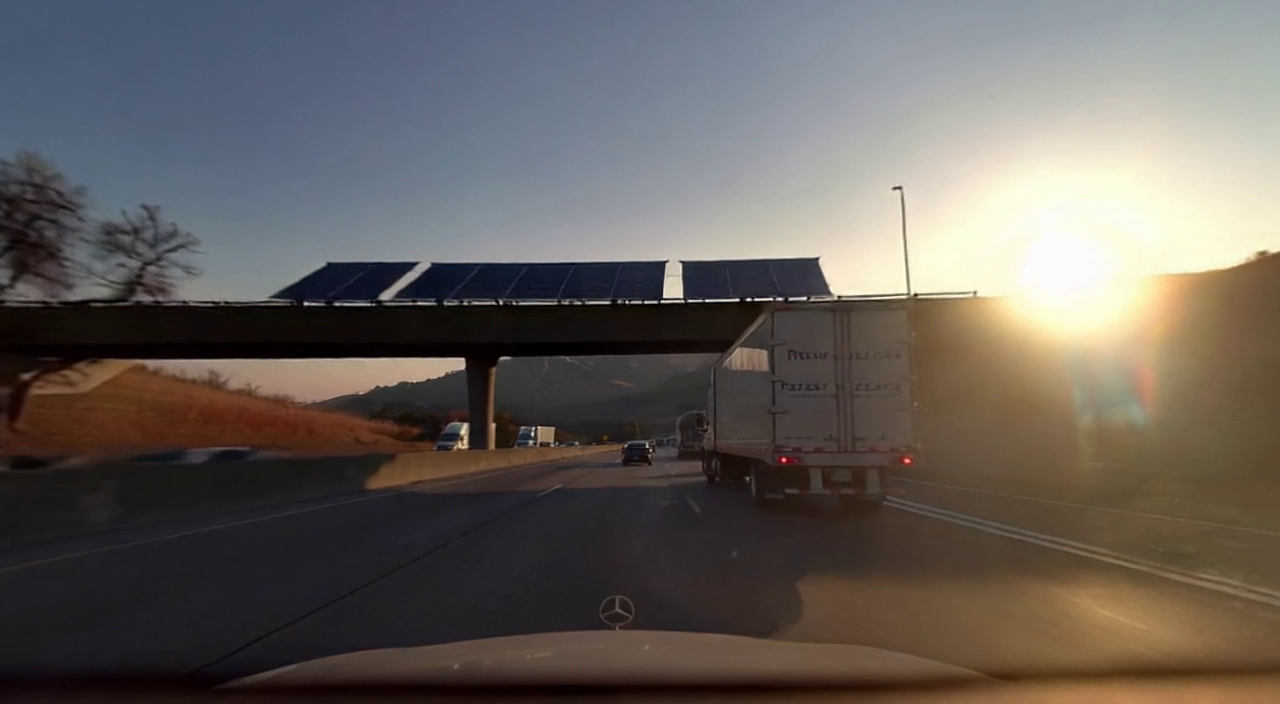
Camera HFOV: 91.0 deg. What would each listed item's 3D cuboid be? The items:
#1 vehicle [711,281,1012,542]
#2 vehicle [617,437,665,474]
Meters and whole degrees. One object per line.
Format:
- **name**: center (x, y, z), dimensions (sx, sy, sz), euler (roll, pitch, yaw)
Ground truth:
- **vehicle**: center (3.592, 1.486, 13.770), dimensions (2.967, 3.633, 10.015), euler (0, -8, 0)
- **vehicle**: center (0.090, 4.800, 29.507), dimensions (2.066, 1.581, 4.268), euler (0, -8, 1)
